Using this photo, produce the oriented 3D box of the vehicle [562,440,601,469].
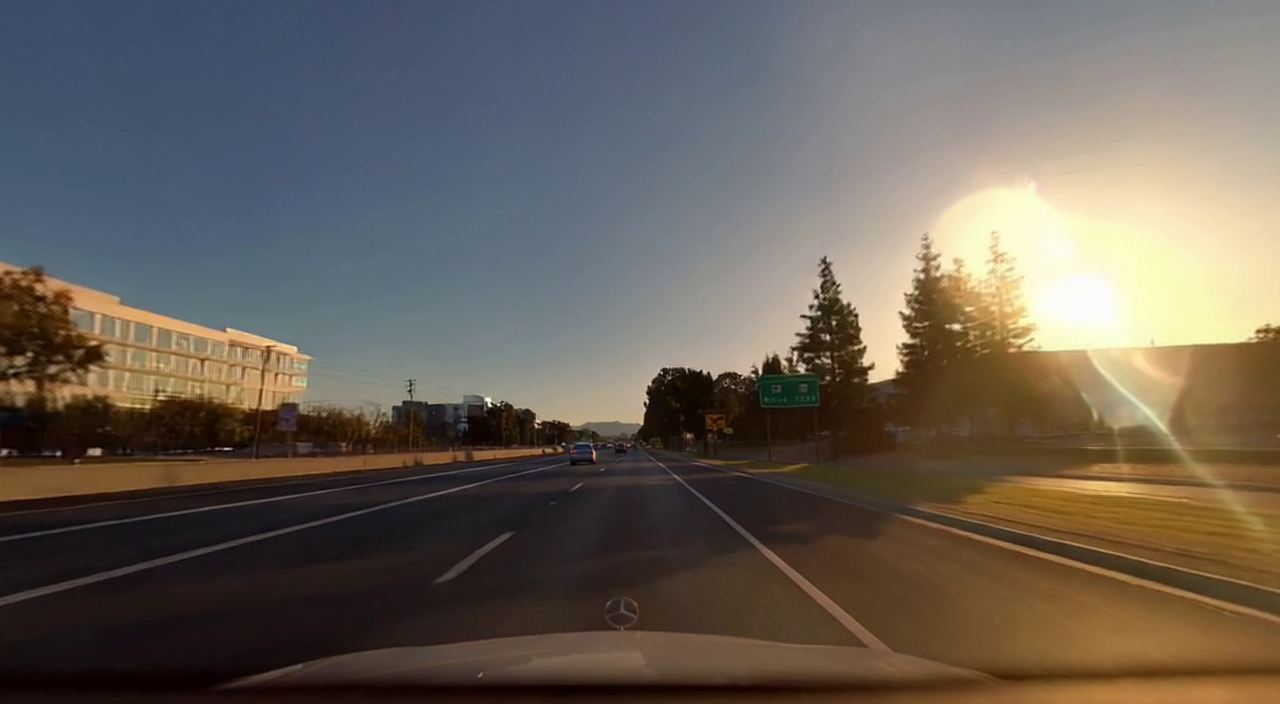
[{"bbox_3d":[-3.829,6.836,42.359,2.150,1.761,4.697,0,-8,0],"label":"vehicle"}]
